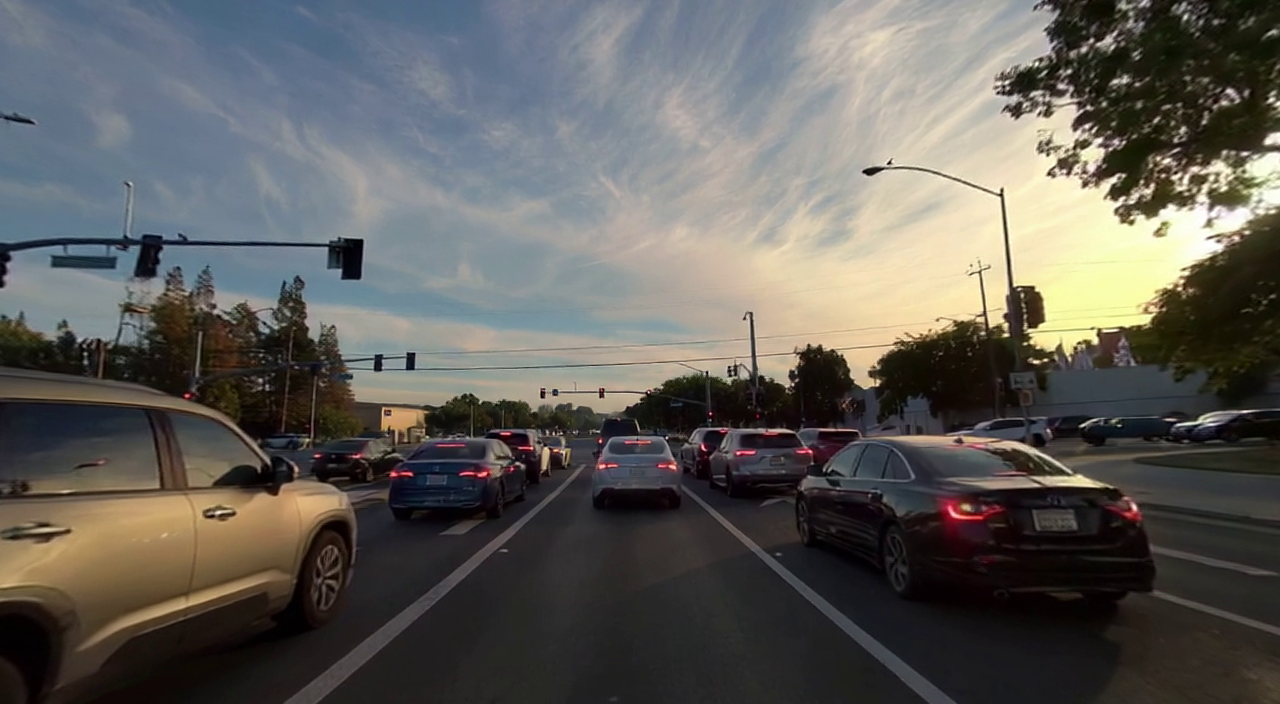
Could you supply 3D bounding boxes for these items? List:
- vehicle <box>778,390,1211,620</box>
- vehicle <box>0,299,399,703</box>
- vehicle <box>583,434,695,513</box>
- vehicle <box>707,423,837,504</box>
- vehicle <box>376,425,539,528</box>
[{"bbox_3d":[3.128,1.446,6.924,2.074,1.685,4.387,0,-8,-2],"label":"vehicle"},{"bbox_3d":[-3.257,0.915,3.523,2.079,1.756,4.676,0,-8,-2],"label":"vehicle"},{"bbox_3d":[-0.088,2.540,13.642,2.076,1.438,3.770,0,-8,-2],"label":"vehicle"},{"bbox_3d":[2.978,2.634,15.234,2.106,1.667,4.101,0,-8,-2],"label":"vehicle"},{"bbox_3d":[-3.135,2.219,11.844,1.896,1.546,4.378,0,-8,-2],"label":"vehicle"}]
